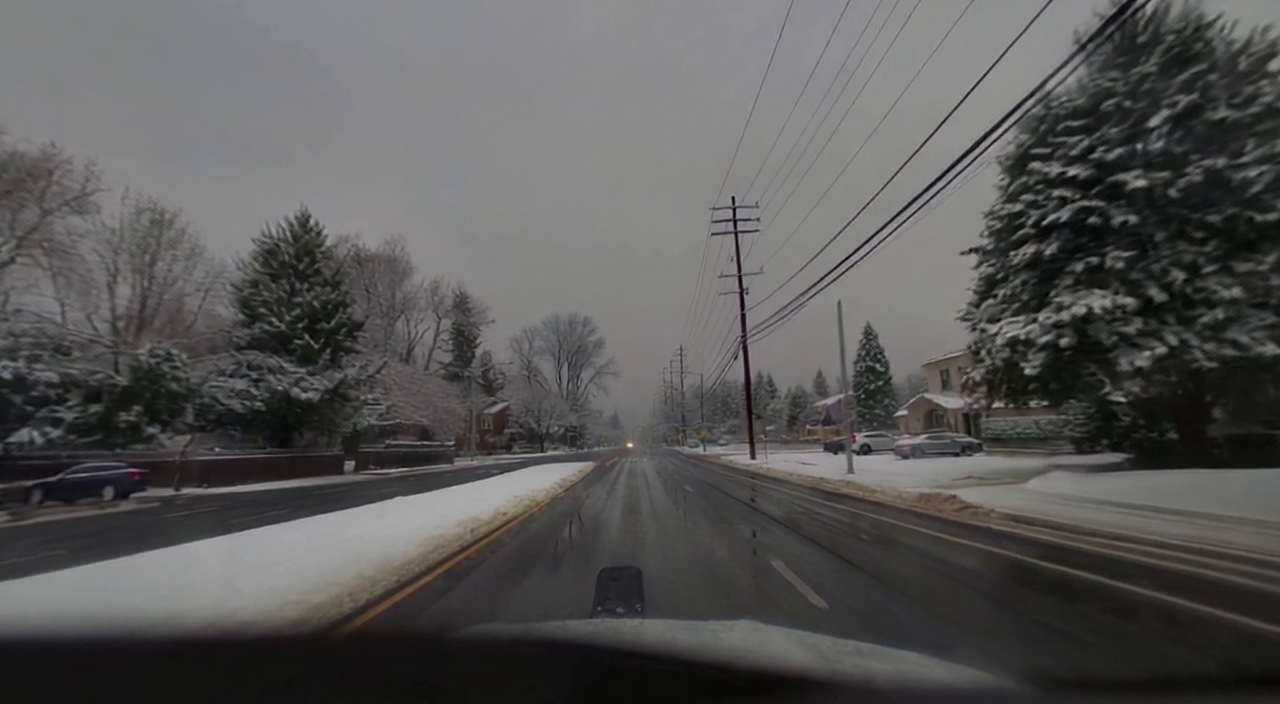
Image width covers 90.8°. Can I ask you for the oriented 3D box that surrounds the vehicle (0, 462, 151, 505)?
[{"bbox_3d":[-21.793,4.994,24.133,4.354,1.450,2.043,0,-10,-11],"label":"vehicle"}]

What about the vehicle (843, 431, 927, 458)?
[{"bbox_3d":[16.684,6.315,43.241,4.833,1.786,2.136,0,-8,-1],"label":"vehicle"}]

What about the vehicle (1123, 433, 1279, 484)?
[{"bbox_3d":[17.540,3.195,19.015,4.246,1.427,2.055,0,-8,0],"label":"vehicle"}]

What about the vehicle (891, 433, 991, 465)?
[{"bbox_3d":[16.929,5.466,35.685,4.560,1.725,2.096,0,-8,-2],"label":"vehicle"}]
